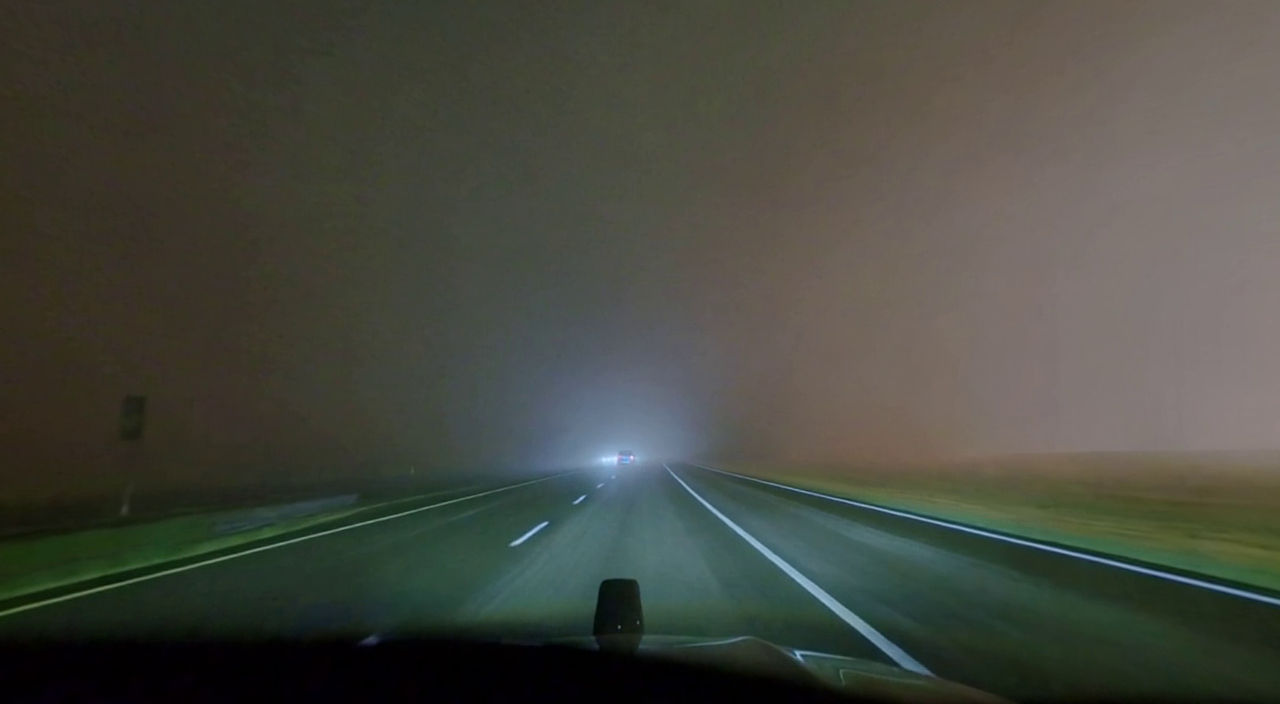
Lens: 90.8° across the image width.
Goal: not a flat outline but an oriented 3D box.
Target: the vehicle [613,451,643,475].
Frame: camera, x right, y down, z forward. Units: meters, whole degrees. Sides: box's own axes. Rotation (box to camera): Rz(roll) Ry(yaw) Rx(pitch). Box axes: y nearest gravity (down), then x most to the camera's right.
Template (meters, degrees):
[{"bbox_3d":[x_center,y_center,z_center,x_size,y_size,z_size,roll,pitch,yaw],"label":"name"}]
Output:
[{"bbox_3d":[-0.863,8.328,47.569,2.053,1.647,4.252,0,-9,1],"label":"vehicle"}]
